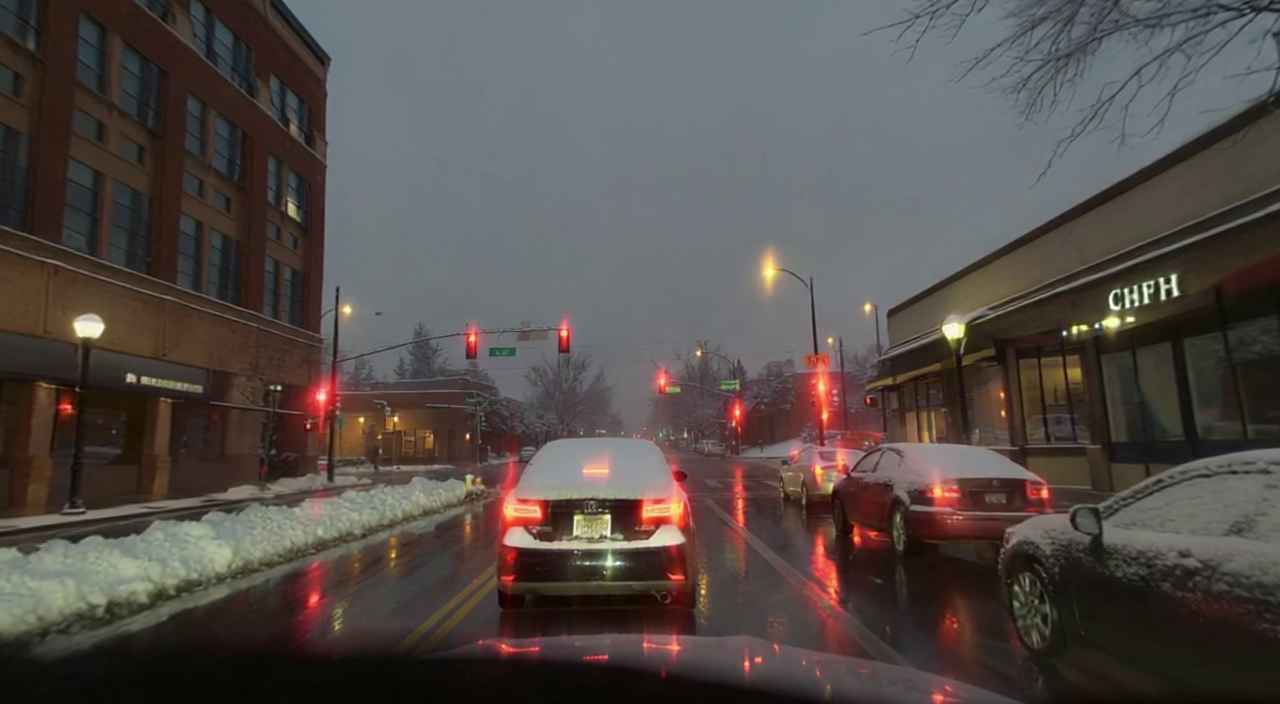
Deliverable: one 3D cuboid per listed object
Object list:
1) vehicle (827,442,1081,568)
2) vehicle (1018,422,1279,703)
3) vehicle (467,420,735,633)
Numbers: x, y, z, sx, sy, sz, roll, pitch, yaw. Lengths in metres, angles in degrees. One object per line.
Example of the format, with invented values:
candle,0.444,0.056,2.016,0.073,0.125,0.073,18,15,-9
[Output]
vehicle,4.536,2.217,10.085,1.912,1.505,4.618,-1,-8,4
vehicle,3.177,0.828,1.110,2.006,1.496,4.767,0,-9,-1
vehicle,-0.280,1.511,6.379,1.888,1.489,3.703,0,-8,0
